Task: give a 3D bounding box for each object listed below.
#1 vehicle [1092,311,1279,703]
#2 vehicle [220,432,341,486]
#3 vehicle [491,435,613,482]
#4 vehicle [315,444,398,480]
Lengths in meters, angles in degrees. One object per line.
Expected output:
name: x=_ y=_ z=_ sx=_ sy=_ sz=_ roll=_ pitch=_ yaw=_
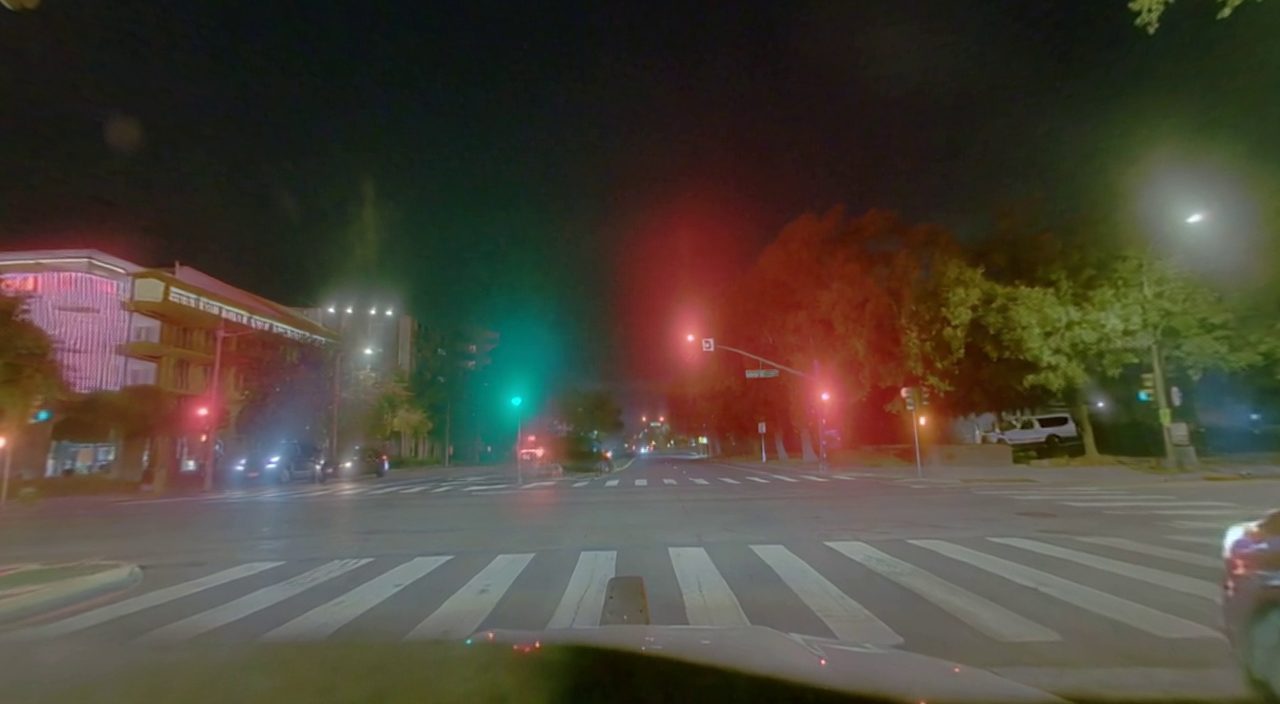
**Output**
vehicle: x=3.600 y=0.554 z=1.205 sx=2.301 sy=1.767 sz=4.289 roll=0 pitch=-8 yaw=1
vehicle: x=-18.625 y=5.546 z=33.123 sx=2.557 sy=2.580 sz=5.856 roll=-1 pitch=-8 yaw=4
vehicle: x=-3.355 y=4.153 z=24.978 sx=2.153 sy=1.658 sz=4.569 roll=-7 pitch=-10 yaw=37
vehicle: x=-14.869 y=5.751 z=33.372 sx=2.169 sy=1.753 sz=4.640 roll=0 pitch=-8 yaw=1
